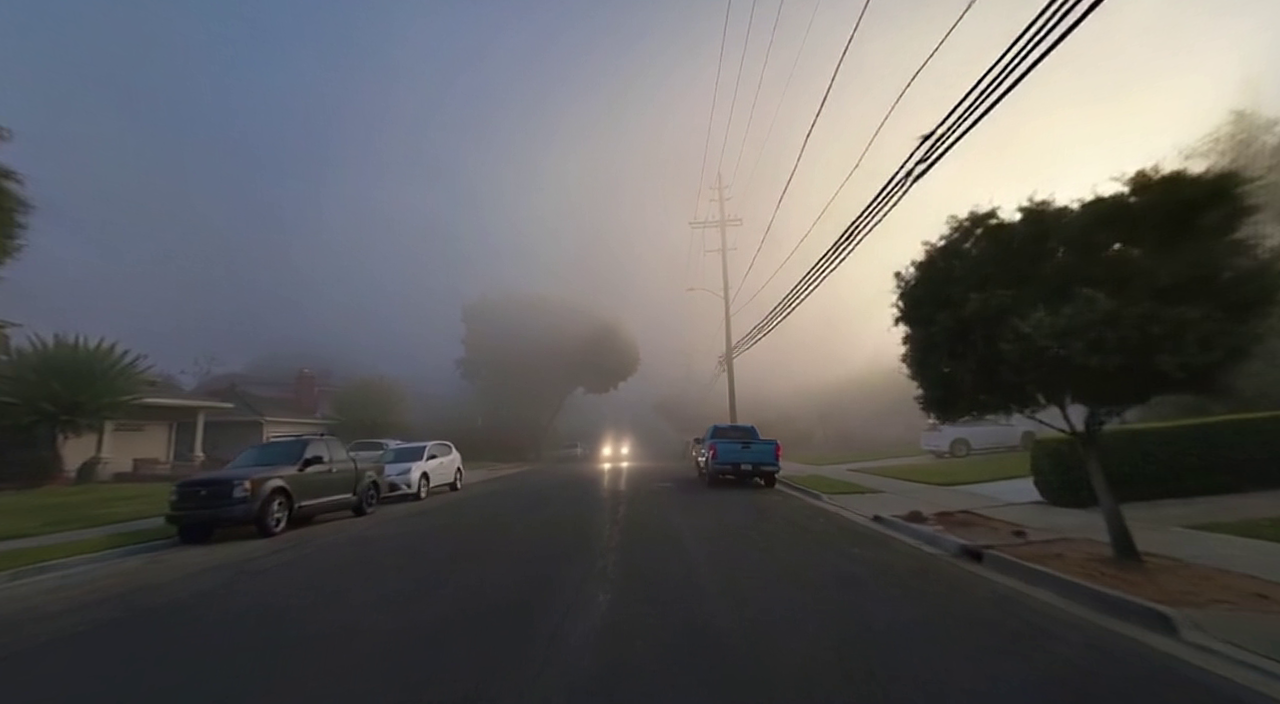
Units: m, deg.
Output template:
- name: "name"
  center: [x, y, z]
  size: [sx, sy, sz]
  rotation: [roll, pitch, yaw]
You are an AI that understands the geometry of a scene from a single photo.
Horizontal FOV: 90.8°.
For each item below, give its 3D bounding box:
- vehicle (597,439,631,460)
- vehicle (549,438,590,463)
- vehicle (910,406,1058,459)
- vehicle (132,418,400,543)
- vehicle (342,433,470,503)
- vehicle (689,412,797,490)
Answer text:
- name: "vehicle"
  center: [-1.926, 7.468, 48.433]
  size: [2.213, 1.548, 4.370]
  rotation: [0, -8, 3]
- name: "vehicle"
  center: [-5.345, 7.567, 48.545]
  size: [2.226, 1.768, 4.780]
  rotation: [-1, -8, 4]
- name: "vehicle"
  center: [14.230, 3.376, 26.380]
  size: [4.778, 1.903, 2.205]
  rotation: [-2, -8, 0]
- name: "vehicle"
  center: [-6.833, 2.380, 12.418]
  size: [2.252, 1.944, 4.714]
  rotation: [0, -8, 1]
- name: "vehicle"
  center: [-6.663, 3.325, 18.609]
  size: [1.930, 1.784, 4.474]
  rotation: [0, -8, 1]
- name: "vehicle"
  center: [2.943, 3.069, 19.834]
  size: [2.437, 2.015, 6.511]
  rotation: [0, -8, 1]
